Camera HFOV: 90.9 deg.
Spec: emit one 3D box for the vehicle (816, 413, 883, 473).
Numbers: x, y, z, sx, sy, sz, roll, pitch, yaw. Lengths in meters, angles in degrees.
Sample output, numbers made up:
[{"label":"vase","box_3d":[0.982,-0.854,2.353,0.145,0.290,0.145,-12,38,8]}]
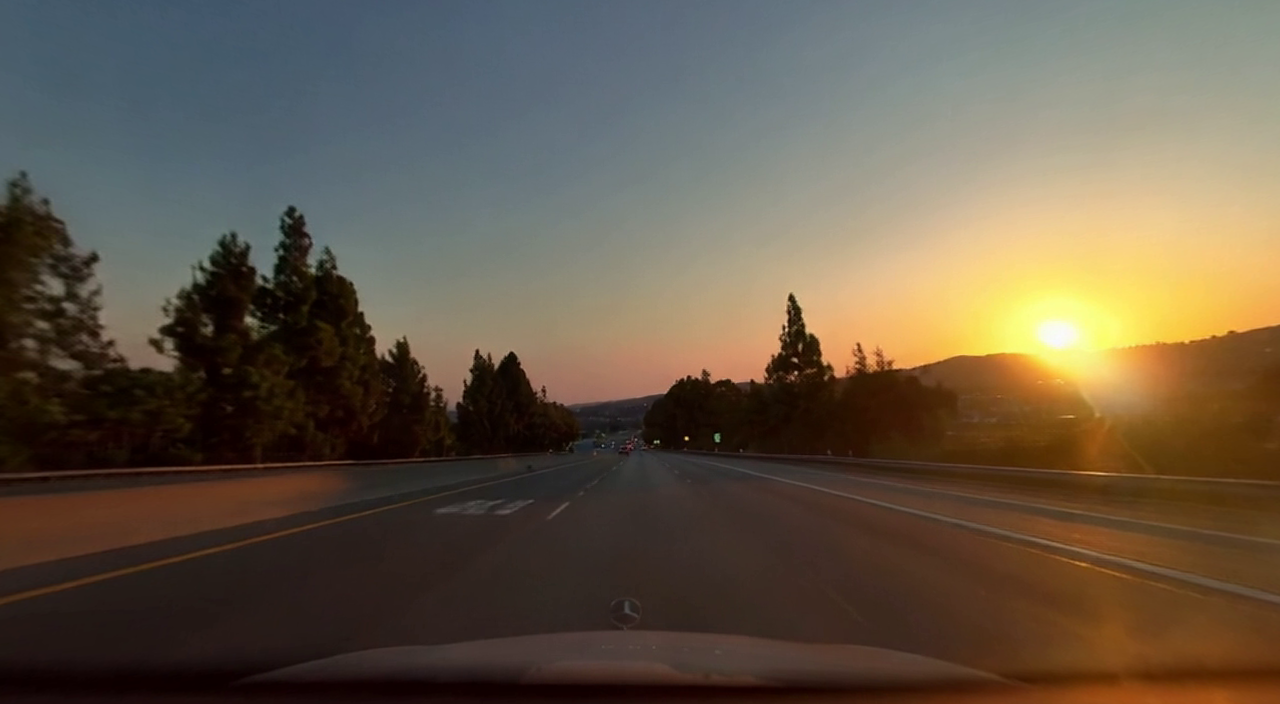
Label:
[{"label":"vehicle","box_3d":[13.685,6.001,41.532,3.229,3.713,3.639,-1,-8,3]}]
